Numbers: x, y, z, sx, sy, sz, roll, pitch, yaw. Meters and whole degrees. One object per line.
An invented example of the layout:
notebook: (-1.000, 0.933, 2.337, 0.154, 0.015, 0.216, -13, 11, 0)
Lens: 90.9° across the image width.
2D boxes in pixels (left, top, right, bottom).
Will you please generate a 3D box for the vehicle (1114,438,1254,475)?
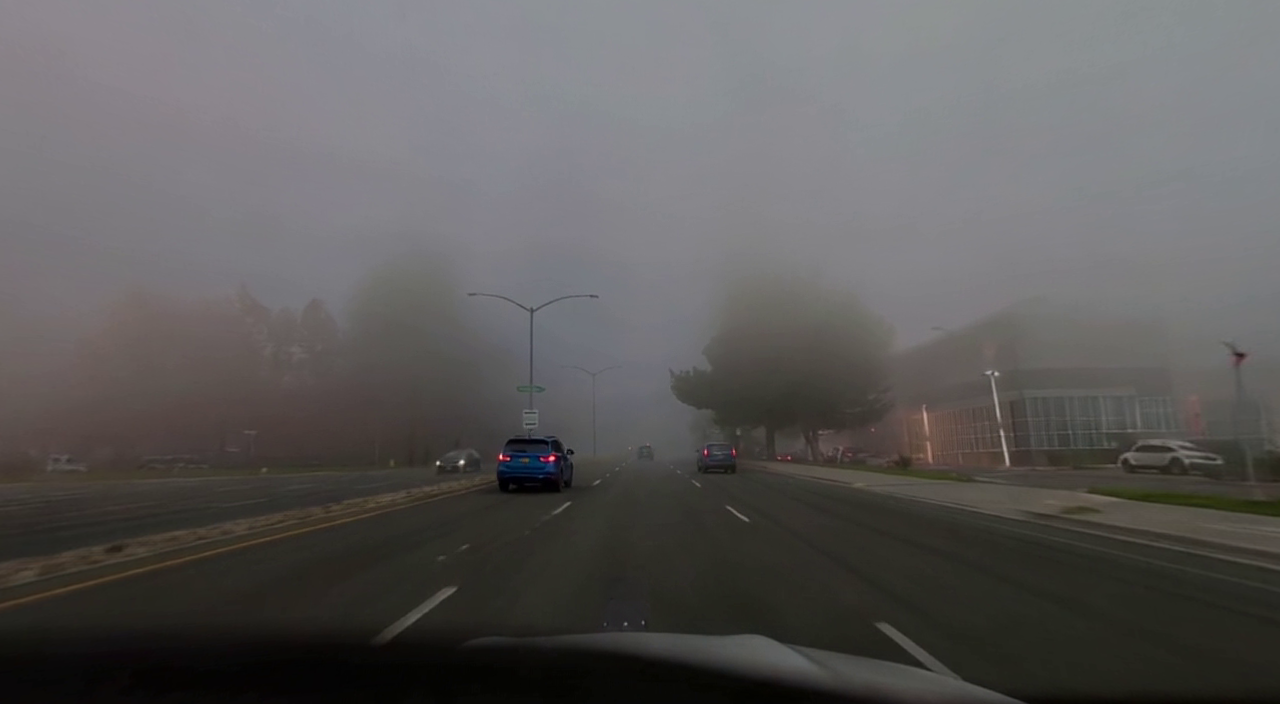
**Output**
vehicle: (30.151, 5.804, 35.243, 2.274, 1.901, 5.570, 2, -9, -11)

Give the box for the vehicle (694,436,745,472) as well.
vehicle: (4.145, 5.396, 33.464, 2.083, 1.779, 4.347, 0, -9, -1)

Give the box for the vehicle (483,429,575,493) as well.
vehicle: (-3.387, 3.429, 20.173, 2.047, 1.810, 4.414, 0, -9, 1)

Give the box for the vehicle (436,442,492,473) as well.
vehicle: (-10.602, 6.347, 38.283, 2.098, 1.749, 4.584, 0, -8, -1)
